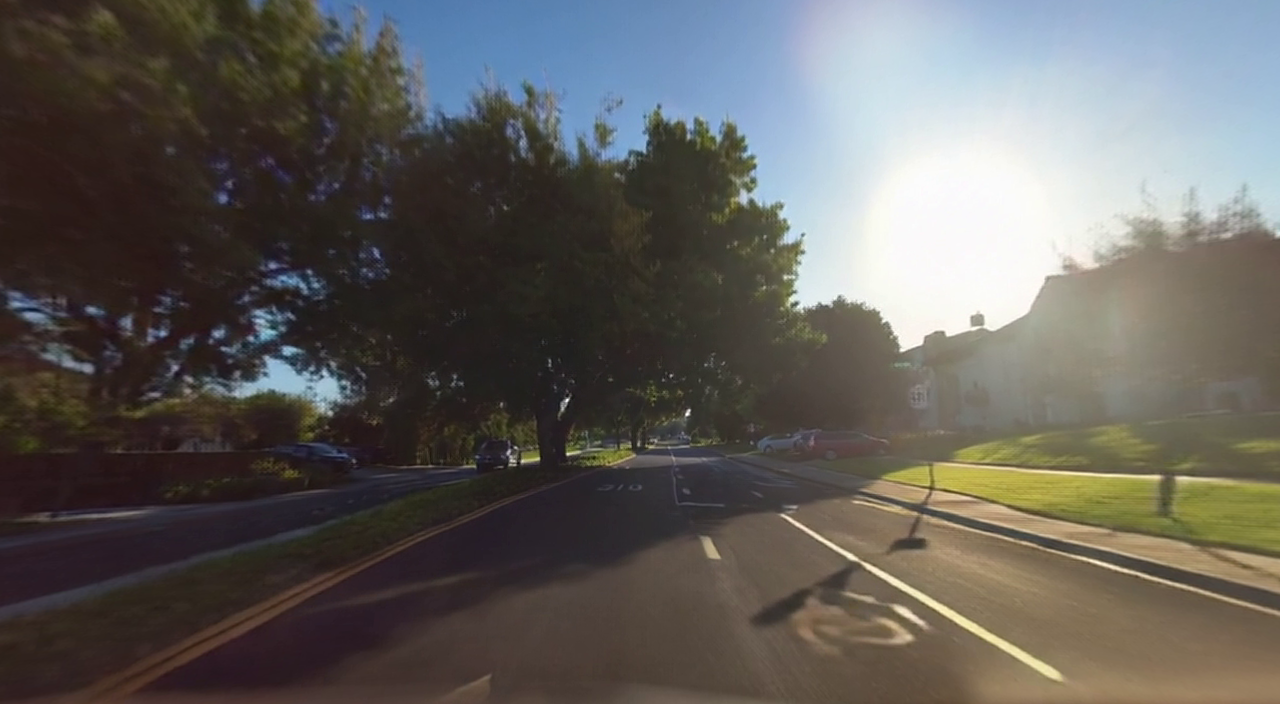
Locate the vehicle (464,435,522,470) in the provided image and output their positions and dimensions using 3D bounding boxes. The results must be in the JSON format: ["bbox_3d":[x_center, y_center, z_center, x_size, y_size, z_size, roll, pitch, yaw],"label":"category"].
[{"bbox_3d":[-8.277,5.674,35.803,2.142,1.723,4.275,-3,-8,2],"label":"vehicle"}]

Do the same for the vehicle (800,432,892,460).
[{"bbox_3d":[11.254,5.182,34.686,4.460,1.456,1.804,-1,-8,3],"label":"vehicle"}]
